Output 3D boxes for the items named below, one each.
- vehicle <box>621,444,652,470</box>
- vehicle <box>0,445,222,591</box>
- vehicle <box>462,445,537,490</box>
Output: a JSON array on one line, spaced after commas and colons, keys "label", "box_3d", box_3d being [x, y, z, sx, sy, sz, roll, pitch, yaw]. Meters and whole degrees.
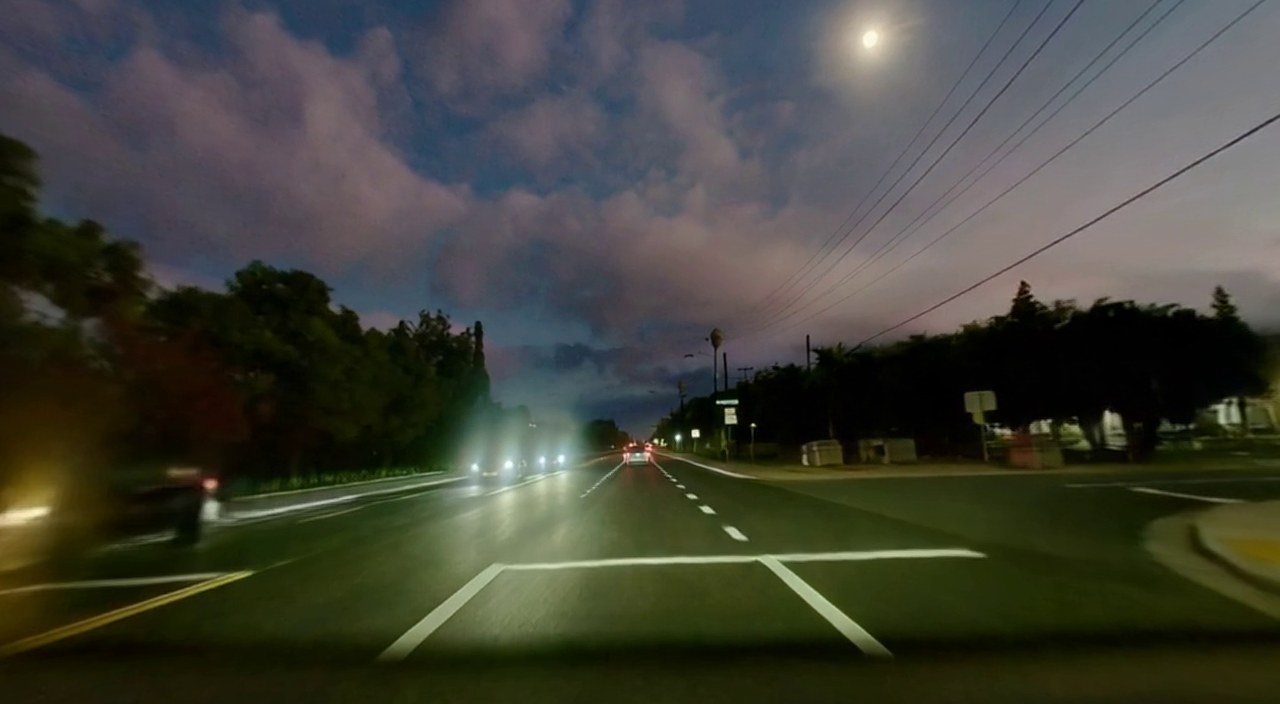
[{"label": "vehicle", "box_3d": [-0.277, 7.479, 45.401, 2.163, 1.746, 4.073, 0, -8, -1]}, {"label": "vehicle", "box_3d": [-9.293, 2.417, 9.993, 2.123, 1.844, 4.747, 0, -8, -1]}, {"label": "vehicle", "box_3d": [-5.902, 4.879, 27.205, 2.143, 1.735, 4.737, -1, -8, 0]}]
